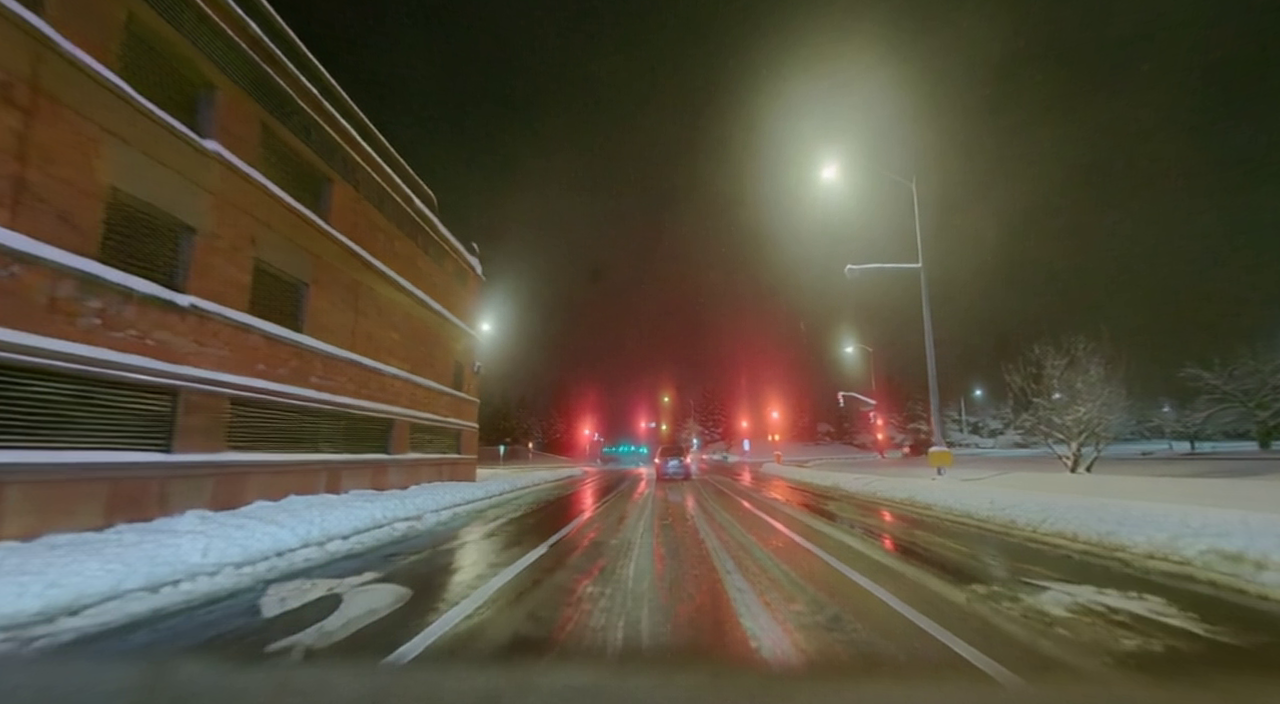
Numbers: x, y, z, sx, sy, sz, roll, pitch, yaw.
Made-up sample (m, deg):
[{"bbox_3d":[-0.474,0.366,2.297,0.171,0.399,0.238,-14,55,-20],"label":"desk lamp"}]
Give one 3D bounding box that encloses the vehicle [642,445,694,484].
[{"bbox_3d":[1.292,5.230,29.577,2.218,1.657,4.551,-1,-9,2],"label":"vehicle"}]
